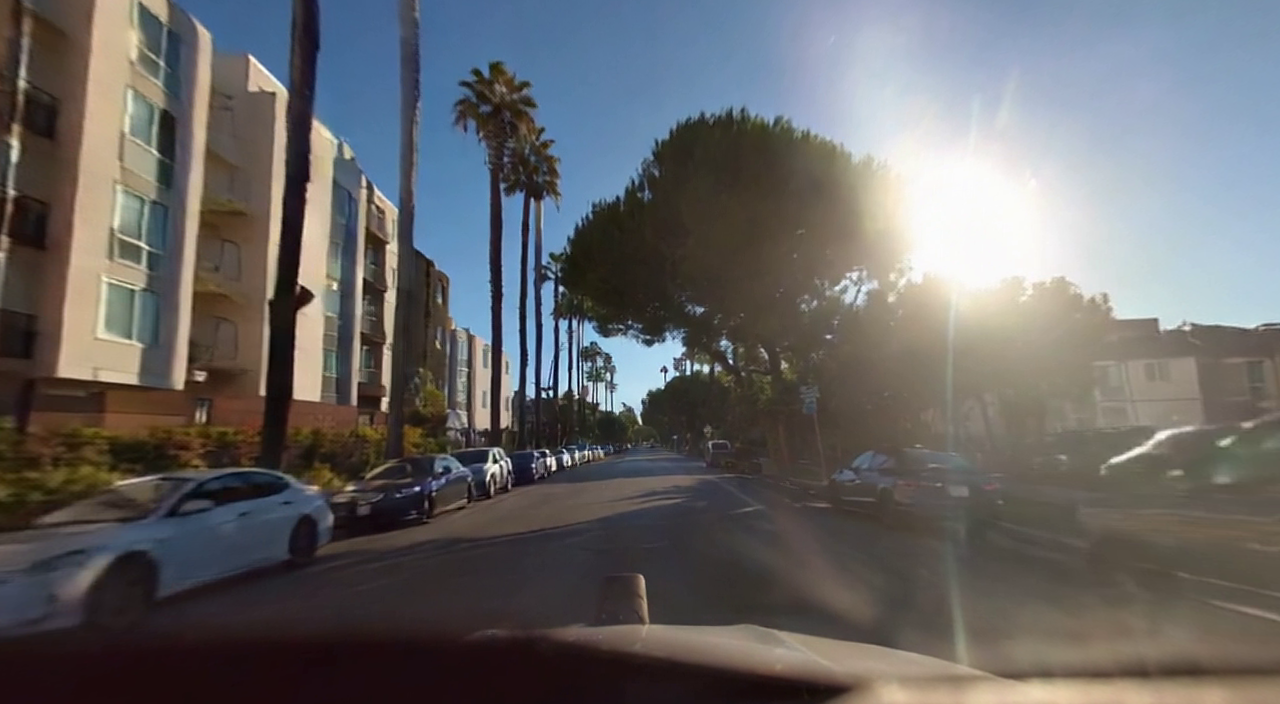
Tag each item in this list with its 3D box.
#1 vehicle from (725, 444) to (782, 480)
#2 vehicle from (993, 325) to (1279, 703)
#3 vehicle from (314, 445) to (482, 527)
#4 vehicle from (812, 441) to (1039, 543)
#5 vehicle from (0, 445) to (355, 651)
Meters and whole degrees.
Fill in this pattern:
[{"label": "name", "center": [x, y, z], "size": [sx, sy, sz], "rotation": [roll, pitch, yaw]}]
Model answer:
[{"label": "vehicle", "center": [5.198, 5.070, 29.507], "size": [1.991, 1.525, 5.203], "rotation": [-1, -8, 3]}, {"label": "vehicle", "center": [4.494, 0.807, 2.720], "size": [2.570, 2.005, 6.020], "rotation": [0, -8, 1]}, {"label": "vehicle", "center": [-5.088, 2.852, 14.074], "size": [1.997, 1.497, 4.437], "rotation": [0, -9, 0]}, {"label": "vehicle", "center": [4.882, 2.433, 11.806], "size": [2.026, 1.474, 4.859], "rotation": [0, -8, 1]}, {"label": "vehicle", "center": [-5.298, 1.814, 7.078], "size": [2.031, 1.505, 4.540], "rotation": [0, -8, 1]}]
